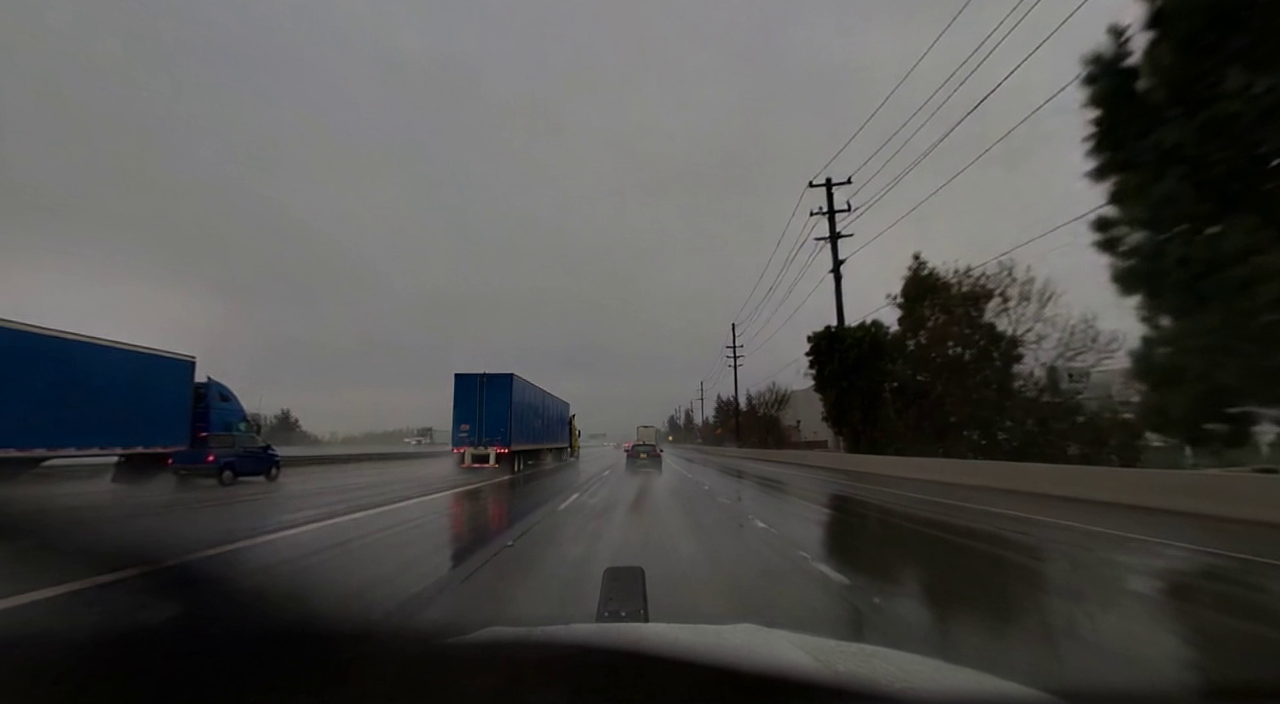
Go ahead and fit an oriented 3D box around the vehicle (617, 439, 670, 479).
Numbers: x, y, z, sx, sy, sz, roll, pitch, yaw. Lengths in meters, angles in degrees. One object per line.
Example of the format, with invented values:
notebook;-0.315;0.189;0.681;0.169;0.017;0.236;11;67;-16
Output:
vehicle;0.141;4.519;26.894;2.055;1.514;4.323;0;-9;0

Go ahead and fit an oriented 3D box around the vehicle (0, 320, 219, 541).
vehicle;-10.651;1.090;8.813;2.896;3.140;9.491;0;-9;1

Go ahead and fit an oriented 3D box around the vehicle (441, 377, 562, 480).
vehicle;-6.439;4.164;32.776;2.907;4.081;15.311;0;-9;0

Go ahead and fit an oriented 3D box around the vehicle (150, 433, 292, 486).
vehicle;-14.704;3.776;22.502;1.938;1.679;4.469;0;-9;0
